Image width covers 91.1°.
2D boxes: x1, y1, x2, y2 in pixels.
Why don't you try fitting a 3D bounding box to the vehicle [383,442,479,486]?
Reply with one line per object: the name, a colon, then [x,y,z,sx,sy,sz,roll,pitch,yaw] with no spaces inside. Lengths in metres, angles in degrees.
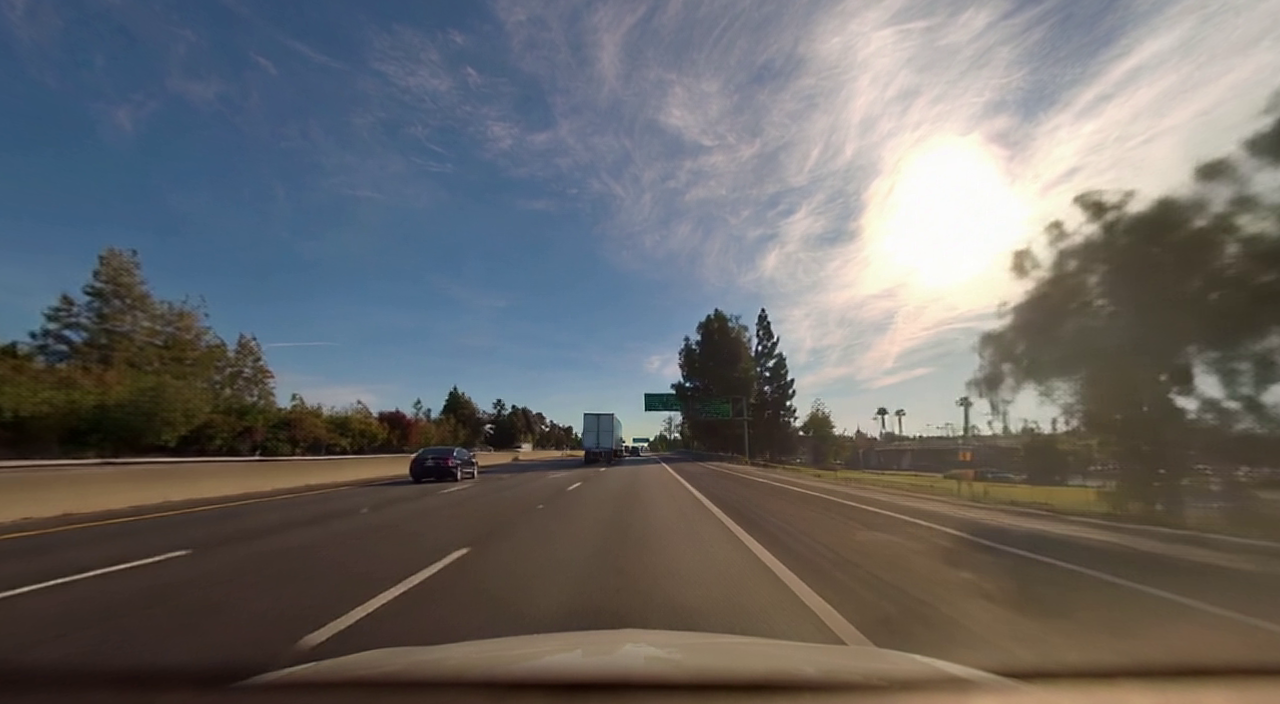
vehicle: [-7.676,4.134,23.552,1.901,1.467,4.629,0,-8,1]
